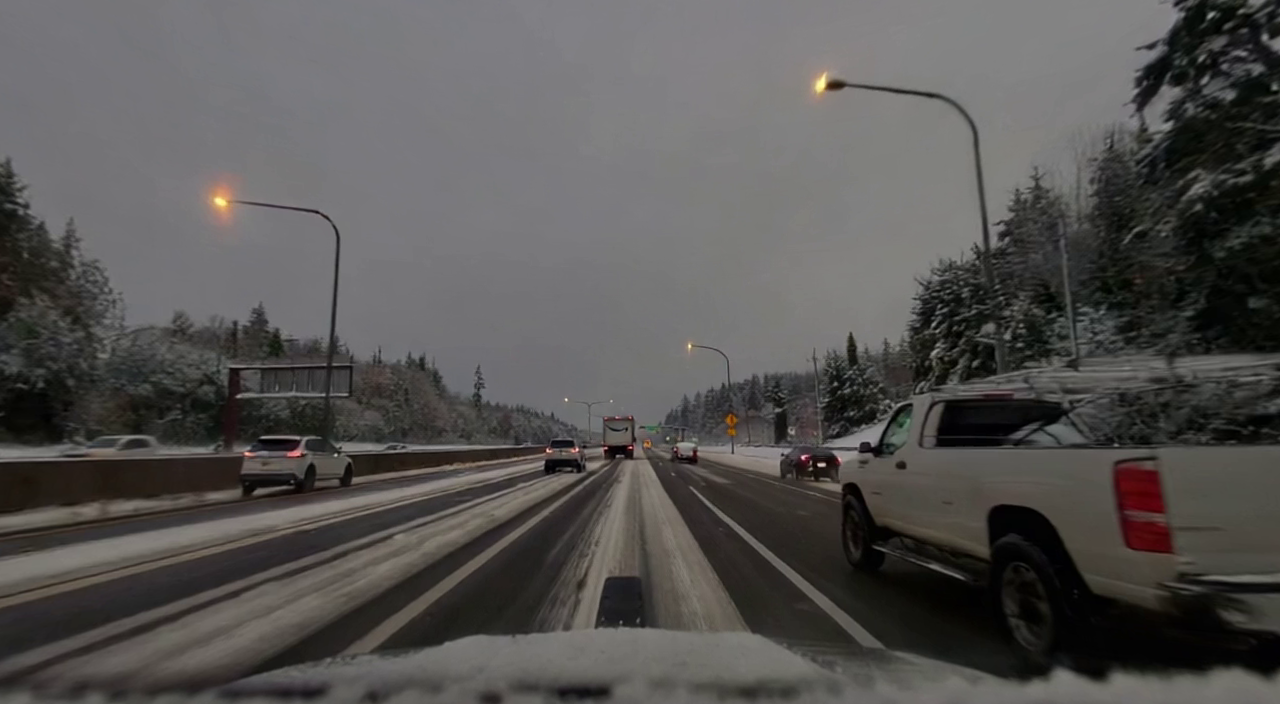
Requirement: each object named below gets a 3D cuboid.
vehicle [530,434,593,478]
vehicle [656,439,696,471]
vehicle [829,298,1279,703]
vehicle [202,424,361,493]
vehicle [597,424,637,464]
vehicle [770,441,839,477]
[{"bbox_3d":[-3.236,4.376,26.812,2.095,1.688,4.188,0,-9,0],"label":"vehicle"},{"bbox_3d":[1.956,5.700,35.139,2.067,1.654,3.985,0,-9,1],"label":"vehicle"},{"bbox_3d":[3.105,1.009,3.939,2.179,1.739,5.331,0,-9,0],"label":"vehicle"},{"bbox_3d":[-10.088,3.037,18.217,2.023,1.739,4.229,0,-9,1],"label":"vehicle"},{"bbox_3d":[-1.555,6.750,46.193,2.456,2.705,6.251,0,-9,2],"label":"vehicle"},{"bbox_3d":[7.577,4.974,29.503,1.970,1.499,4.491,1,-9,-1],"label":"vehicle"}]
